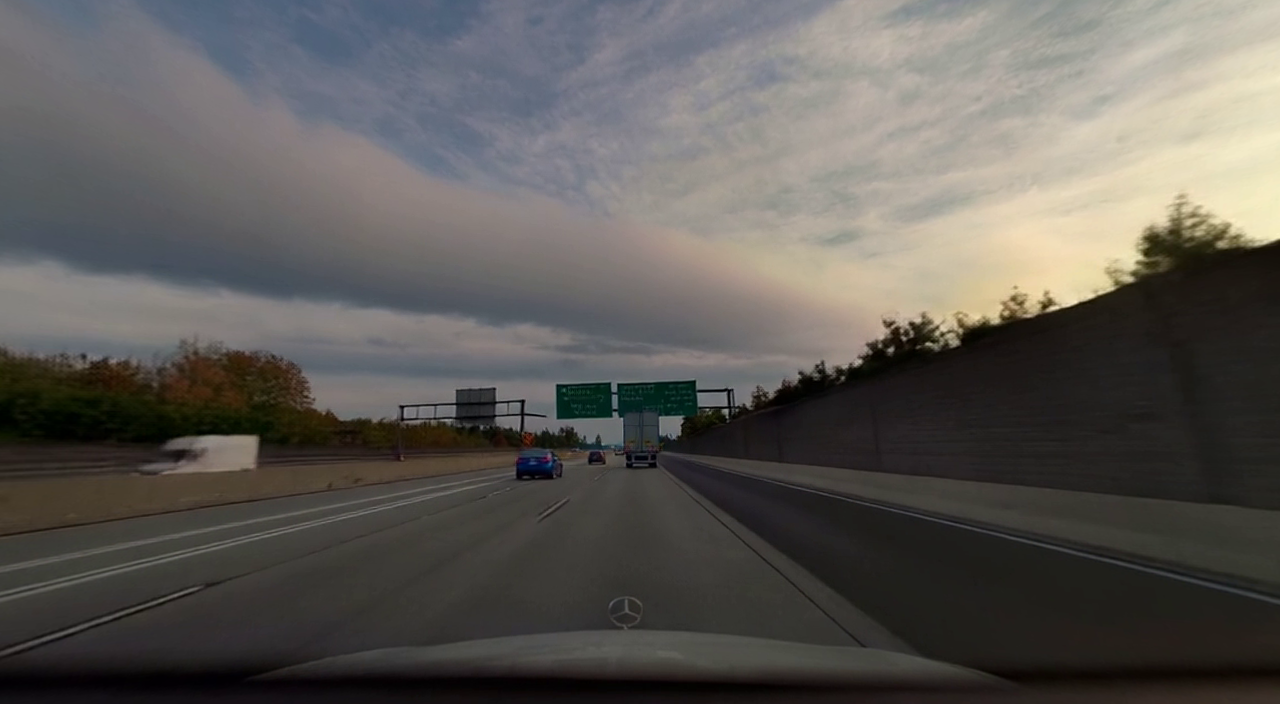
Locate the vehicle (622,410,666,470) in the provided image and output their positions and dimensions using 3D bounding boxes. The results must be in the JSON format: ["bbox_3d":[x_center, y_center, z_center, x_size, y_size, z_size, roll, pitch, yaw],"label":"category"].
[{"bbox_3d":[0.373,6.738,47.854,2.980,4.051,10.359,0,-9,1],"label":"vehicle"}]

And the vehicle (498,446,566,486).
[{"bbox_3d":[-4.418,4.718,26.462,1.977,1.478,4.702,0,-9,1],"label":"vehicle"}]
